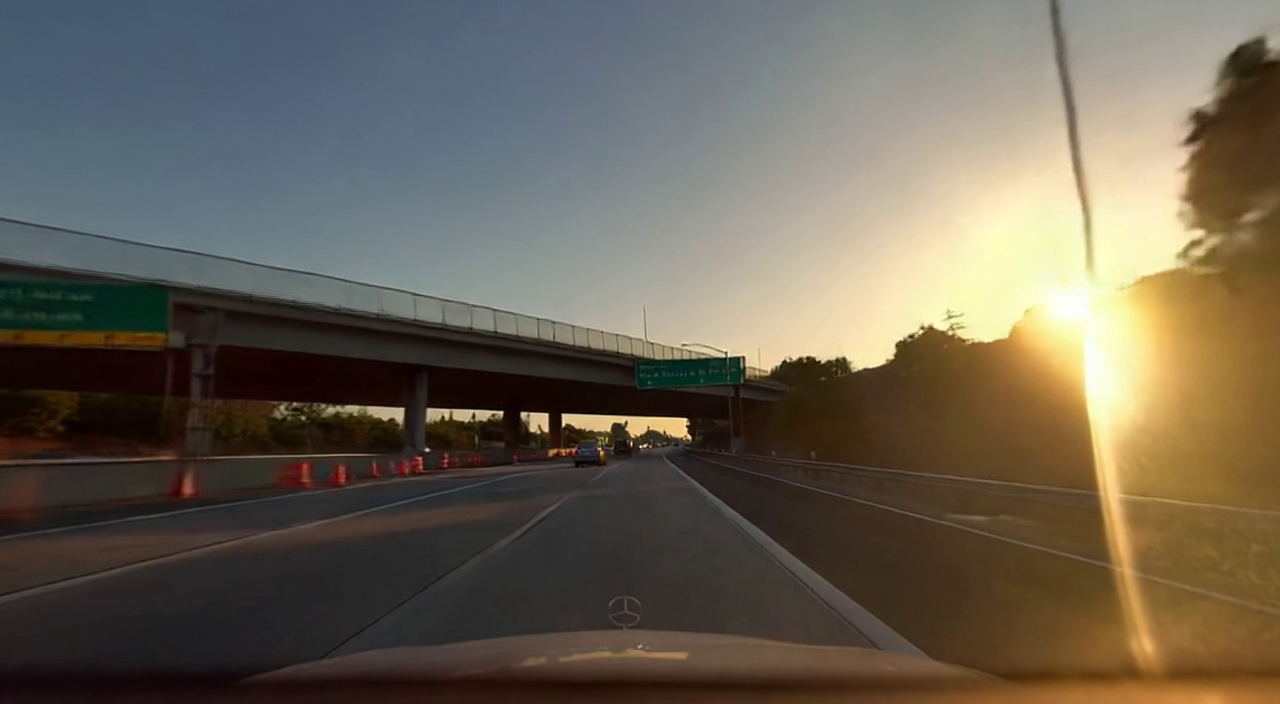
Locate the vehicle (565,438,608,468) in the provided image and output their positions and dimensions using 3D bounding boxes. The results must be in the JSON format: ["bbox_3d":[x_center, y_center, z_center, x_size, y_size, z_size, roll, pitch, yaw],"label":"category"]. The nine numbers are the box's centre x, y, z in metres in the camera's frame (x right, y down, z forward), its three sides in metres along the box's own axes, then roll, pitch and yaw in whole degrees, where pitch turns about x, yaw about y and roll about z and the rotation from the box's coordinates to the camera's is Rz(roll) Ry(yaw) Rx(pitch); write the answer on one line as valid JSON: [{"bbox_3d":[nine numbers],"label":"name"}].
[{"bbox_3d":[-3.034,5.894,36.740,2.078,1.629,4.059,0,-8,1],"label":"vehicle"}]
